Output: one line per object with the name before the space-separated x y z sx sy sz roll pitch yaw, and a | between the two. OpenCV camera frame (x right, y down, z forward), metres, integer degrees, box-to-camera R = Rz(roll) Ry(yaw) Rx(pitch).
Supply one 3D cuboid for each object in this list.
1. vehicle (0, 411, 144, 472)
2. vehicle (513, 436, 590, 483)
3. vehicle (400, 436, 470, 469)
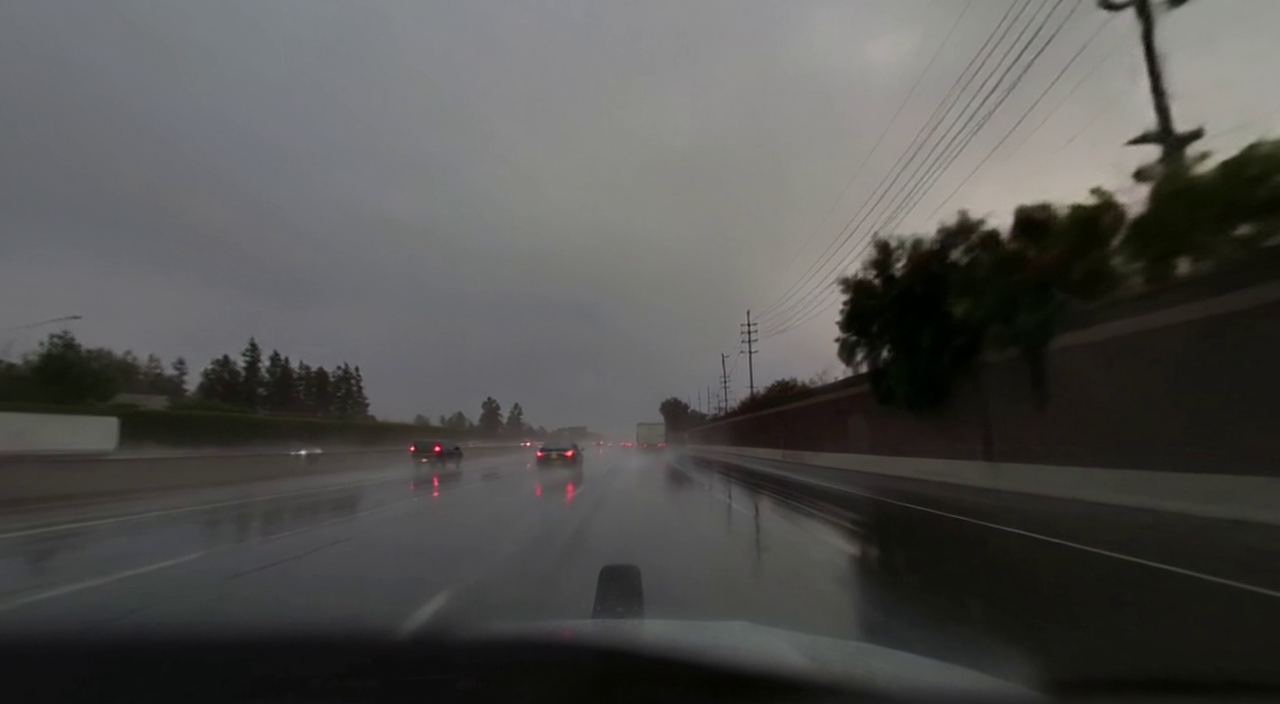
vehicle | -44.379 6.522 45.583 2.912 4.085 16.607 0 -9 2
vehicle | -3.123 3.938 23.388 2.045 1.532 4.954 0 -9 1
vehicle | -10.793 5.317 33.531 2.058 1.621 4.739 0 -9 1
